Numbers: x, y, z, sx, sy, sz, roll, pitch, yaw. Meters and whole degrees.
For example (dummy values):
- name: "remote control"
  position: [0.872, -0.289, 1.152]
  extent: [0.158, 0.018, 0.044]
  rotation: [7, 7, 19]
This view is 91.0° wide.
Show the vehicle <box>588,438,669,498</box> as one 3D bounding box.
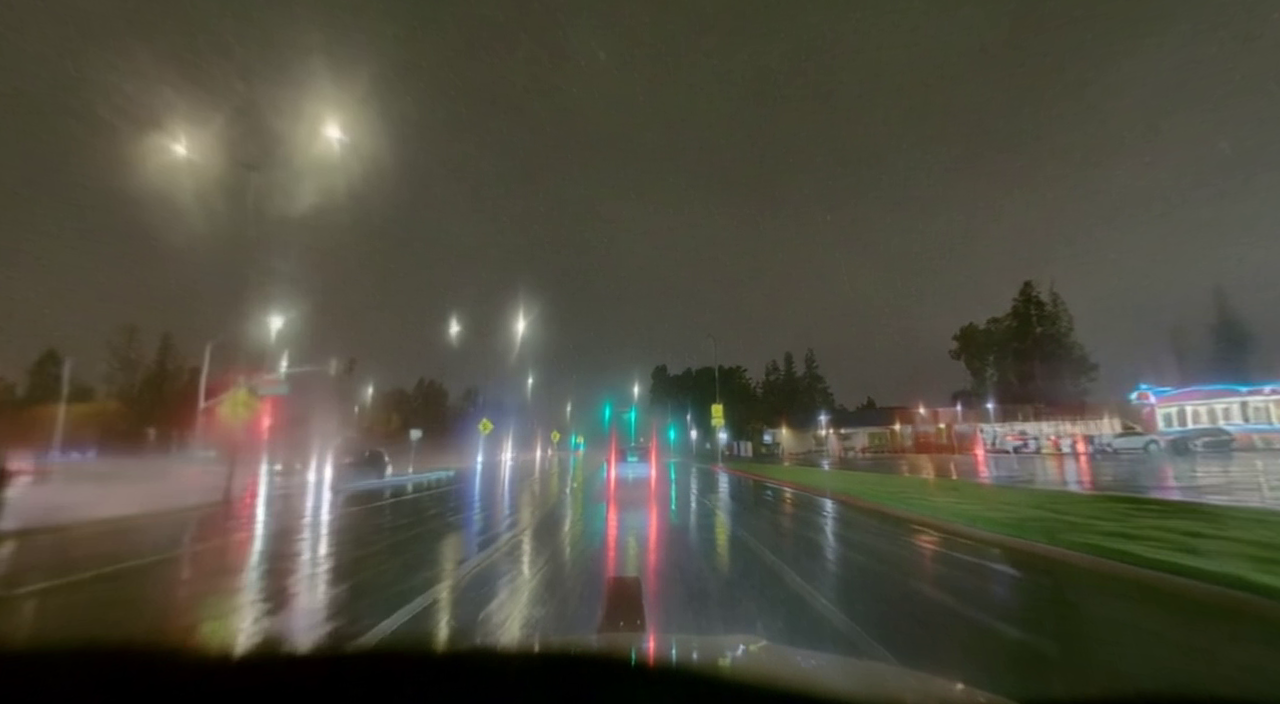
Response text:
- name: "vehicle"
  position: [-0.317, 3.301, 18.320]
  extent: [2.062, 1.519, 4.214]
  rotation: [1, -9, -1]

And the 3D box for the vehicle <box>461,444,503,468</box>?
- name: "vehicle"
  position: [-12.048, 7.944, 48.230]
  extent: [1.999, 1.695, 4.334]
  rotation: [0, -9, 1]

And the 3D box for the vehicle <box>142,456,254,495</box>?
- name: "vehicle"
  position: [-19.067, 5.306, 27.420]
  extent: [1.819, 1.473, 4.258]
  rotation: [1, -9, -1]

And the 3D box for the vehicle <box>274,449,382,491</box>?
- name: "vehicle"
  position: [-12.443, 4.718, 25.519]
  extent: [1.936, 1.498, 4.611]
  rotation: [0, -9, 1]
